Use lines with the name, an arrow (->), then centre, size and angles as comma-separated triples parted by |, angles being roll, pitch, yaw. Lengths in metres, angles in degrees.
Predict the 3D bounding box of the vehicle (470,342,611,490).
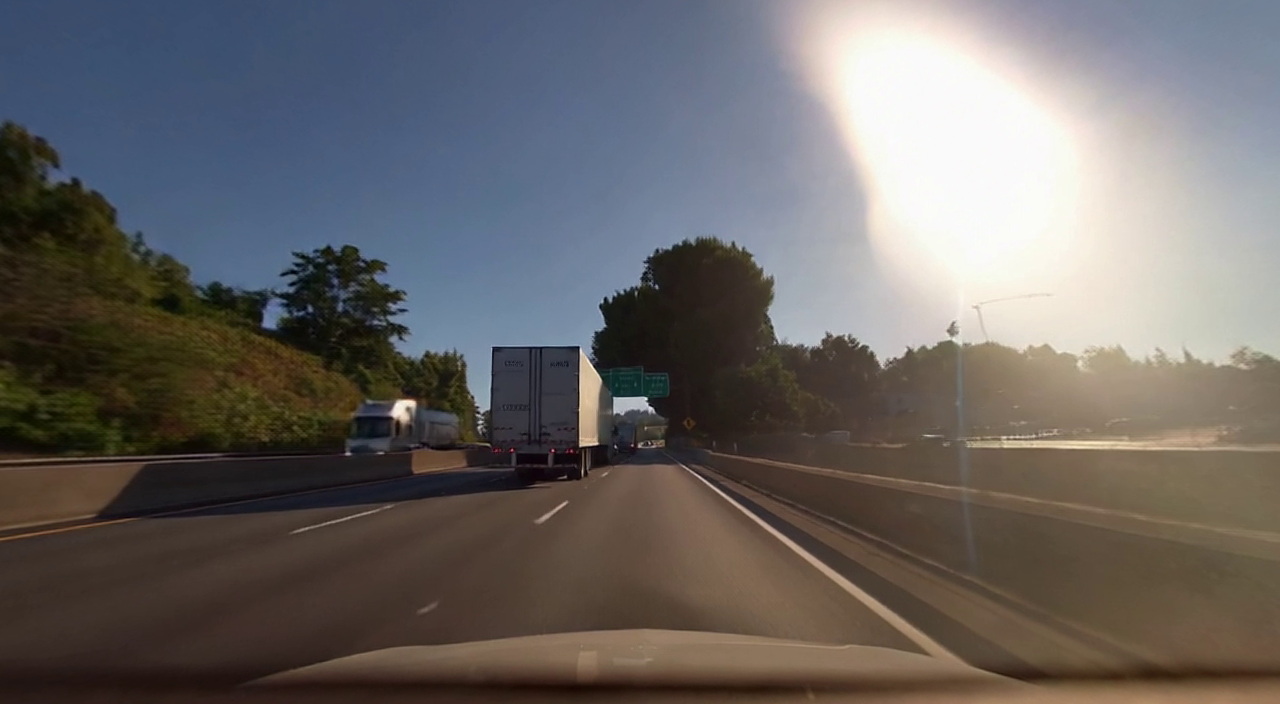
vehicle -> -3.033, 2.771, 24.386 | 2.947, 4.051, 14.256 | 0, -8, 1

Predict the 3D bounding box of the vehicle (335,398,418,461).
vehicle -> -17.802, 5.349, 42.951 | 2.973, 3.958, 5.603 | 0, -8, 1
